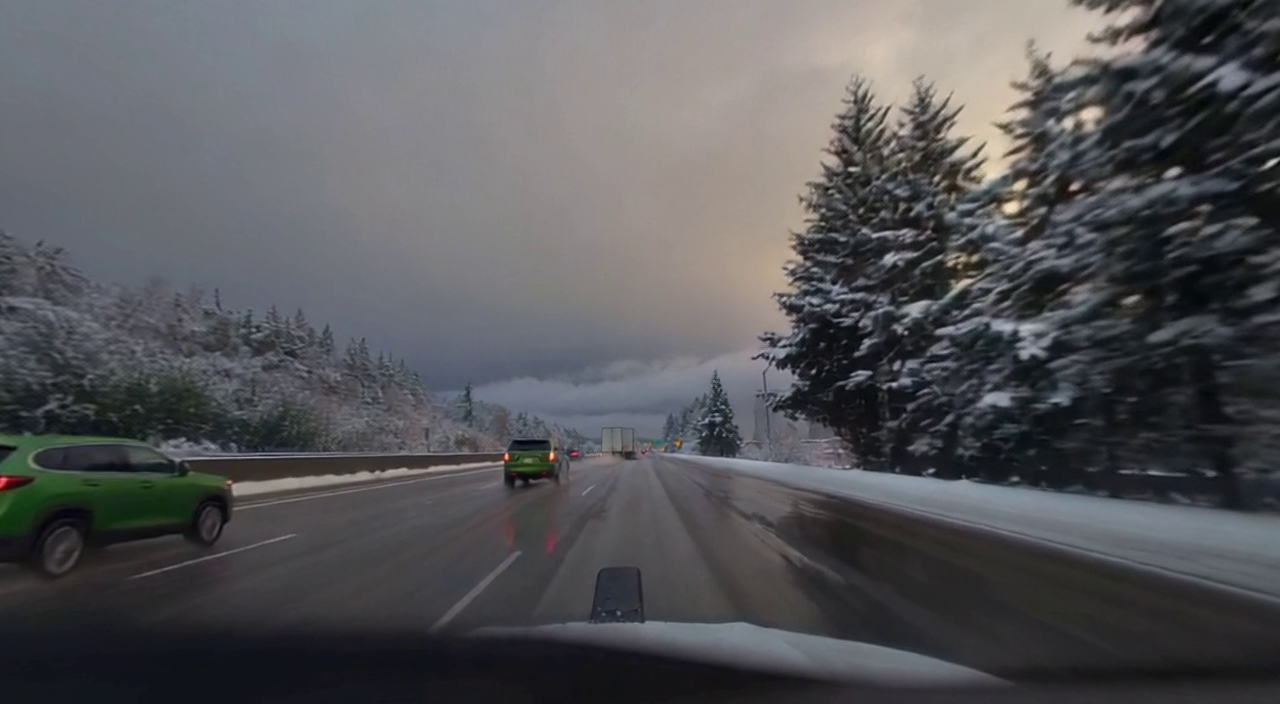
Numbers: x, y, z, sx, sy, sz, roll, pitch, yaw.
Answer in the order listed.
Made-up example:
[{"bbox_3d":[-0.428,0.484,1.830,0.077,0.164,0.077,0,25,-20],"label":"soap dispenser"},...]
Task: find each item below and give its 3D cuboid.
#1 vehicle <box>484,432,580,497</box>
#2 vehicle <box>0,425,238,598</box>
[{"bbox_3d":[-3.190,3.426,19.536,2.111,1.742,4.315,1,-9,1],"label":"vehicle"},{"bbox_3d":[-6.648,1.557,6.635,1.969,1.520,4.190,1,-9,1],"label":"vehicle"}]
